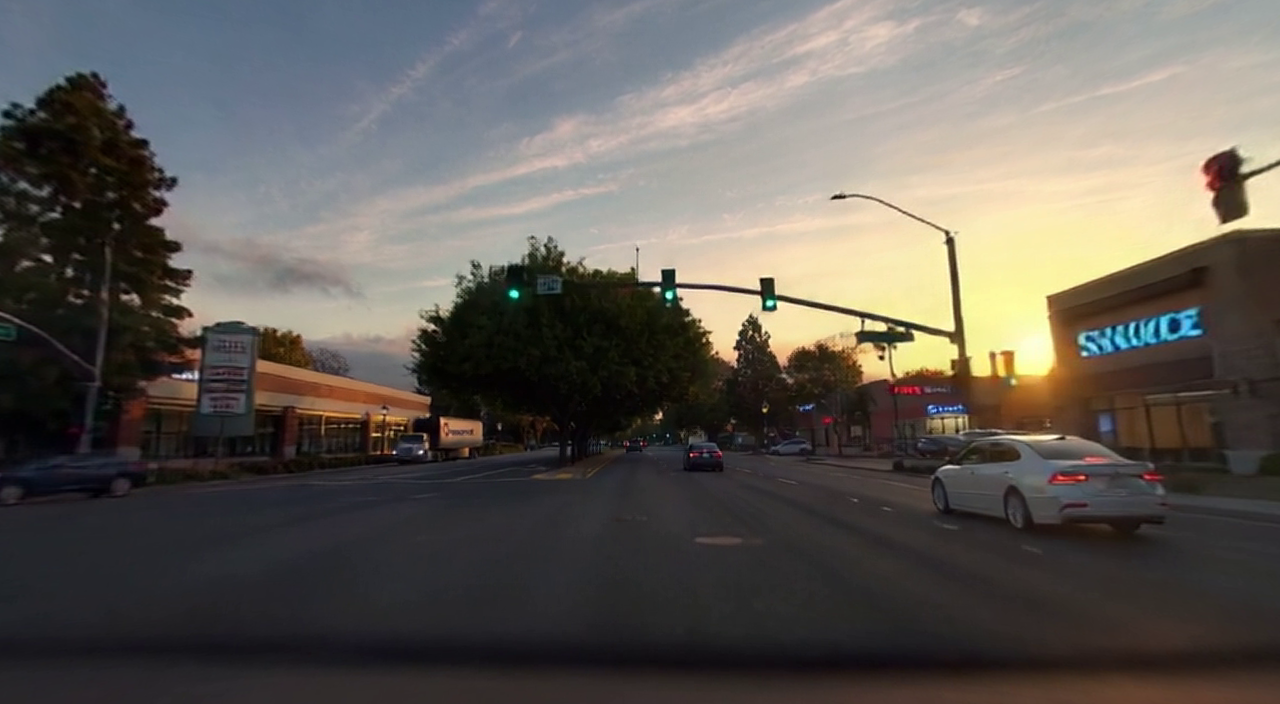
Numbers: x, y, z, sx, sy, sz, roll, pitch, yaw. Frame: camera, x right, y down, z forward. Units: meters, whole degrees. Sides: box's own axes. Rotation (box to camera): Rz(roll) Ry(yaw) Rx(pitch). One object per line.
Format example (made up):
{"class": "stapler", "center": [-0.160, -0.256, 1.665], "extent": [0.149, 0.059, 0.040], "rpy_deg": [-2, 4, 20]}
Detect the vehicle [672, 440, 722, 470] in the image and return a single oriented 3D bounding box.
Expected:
{"class": "vehicle", "center": [2.937, 5.446, 33.691], "extent": [2.099, 1.463, 4.365], "rpy_deg": [0, -8, -2]}

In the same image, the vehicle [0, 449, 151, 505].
{"class": "vehicle", "center": [-20.144, 4.271, 22.004], "extent": [2.108, 1.707, 4.348], "rpy_deg": [-6, -10, 35]}

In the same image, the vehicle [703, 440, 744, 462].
{"class": "vehicle", "center": [5.866, 7.034, 44.975], "extent": [2.150, 1.485, 4.919], "rpy_deg": [0, -8, -2]}

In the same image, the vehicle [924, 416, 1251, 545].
{"class": "vehicle", "center": [6.867, 2.007, 10.564], "extent": [2.002, 1.651, 4.647], "rpy_deg": [0, -8, -1]}
